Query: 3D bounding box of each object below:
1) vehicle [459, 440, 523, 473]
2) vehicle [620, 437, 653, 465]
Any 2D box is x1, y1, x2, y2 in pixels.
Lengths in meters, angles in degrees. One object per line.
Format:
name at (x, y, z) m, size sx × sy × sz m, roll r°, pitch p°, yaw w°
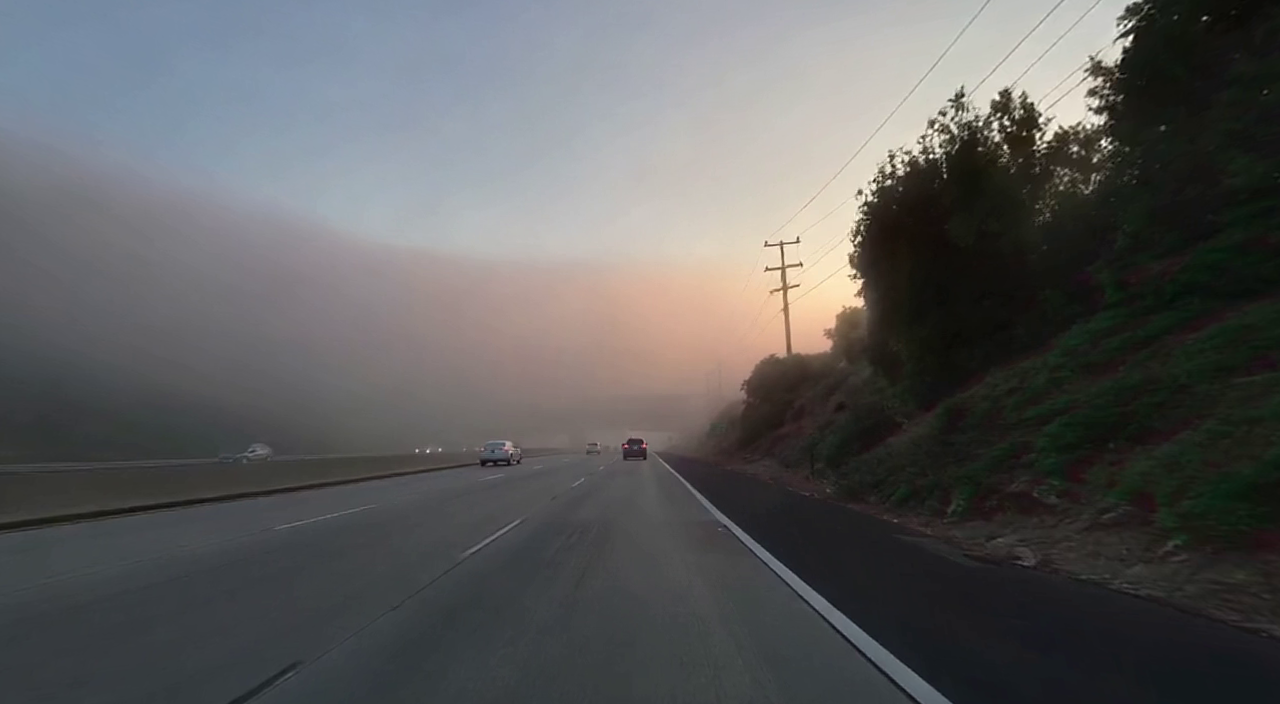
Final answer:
vehicle at (-7.346, 5.187, 31.688) m, size 2.077 × 1.511 × 4.323 m, roll 0°, pitch -8°, yaw 1°
vehicle at (-0.212, 6.606, 42.277) m, size 2.063 × 1.715 × 4.299 m, roll 0°, pitch -8°, yaw 0°
